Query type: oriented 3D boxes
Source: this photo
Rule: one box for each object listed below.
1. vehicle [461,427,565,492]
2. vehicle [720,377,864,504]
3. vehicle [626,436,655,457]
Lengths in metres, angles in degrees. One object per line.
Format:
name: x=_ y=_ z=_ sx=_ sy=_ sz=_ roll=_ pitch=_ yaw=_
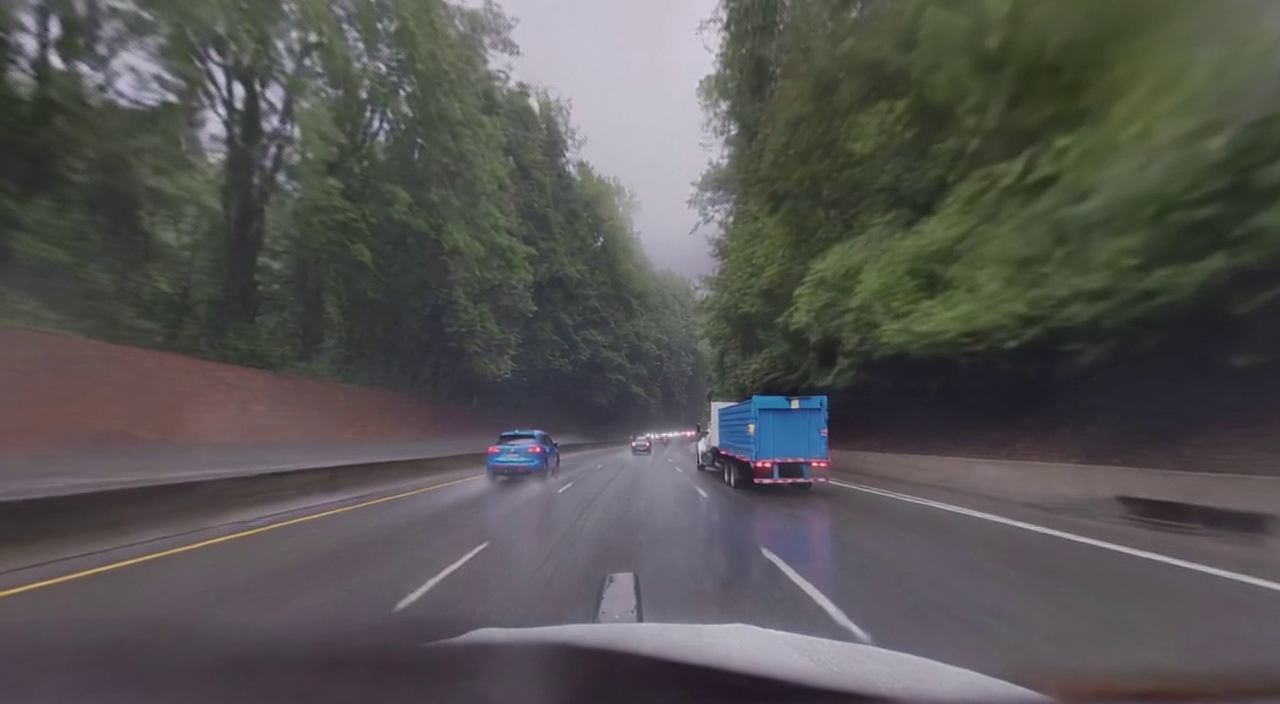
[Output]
vehicle: x=-3.395 y=2.957 z=17.738 sx=2.008 sy=1.588 sz=4.147 roll=0 pitch=-8 yaw=1
vehicle: x=3.354 y=2.071 z=14.900 sx=2.256 sy=2.568 sz=4.049 roll=0 pitch=-8 yaw=-1
vehicle: x=0.089 y=7.323 z=49.077 sx=2.195 sy=1.529 sz=4.572 roll=0 pitch=-8 yaw=1
